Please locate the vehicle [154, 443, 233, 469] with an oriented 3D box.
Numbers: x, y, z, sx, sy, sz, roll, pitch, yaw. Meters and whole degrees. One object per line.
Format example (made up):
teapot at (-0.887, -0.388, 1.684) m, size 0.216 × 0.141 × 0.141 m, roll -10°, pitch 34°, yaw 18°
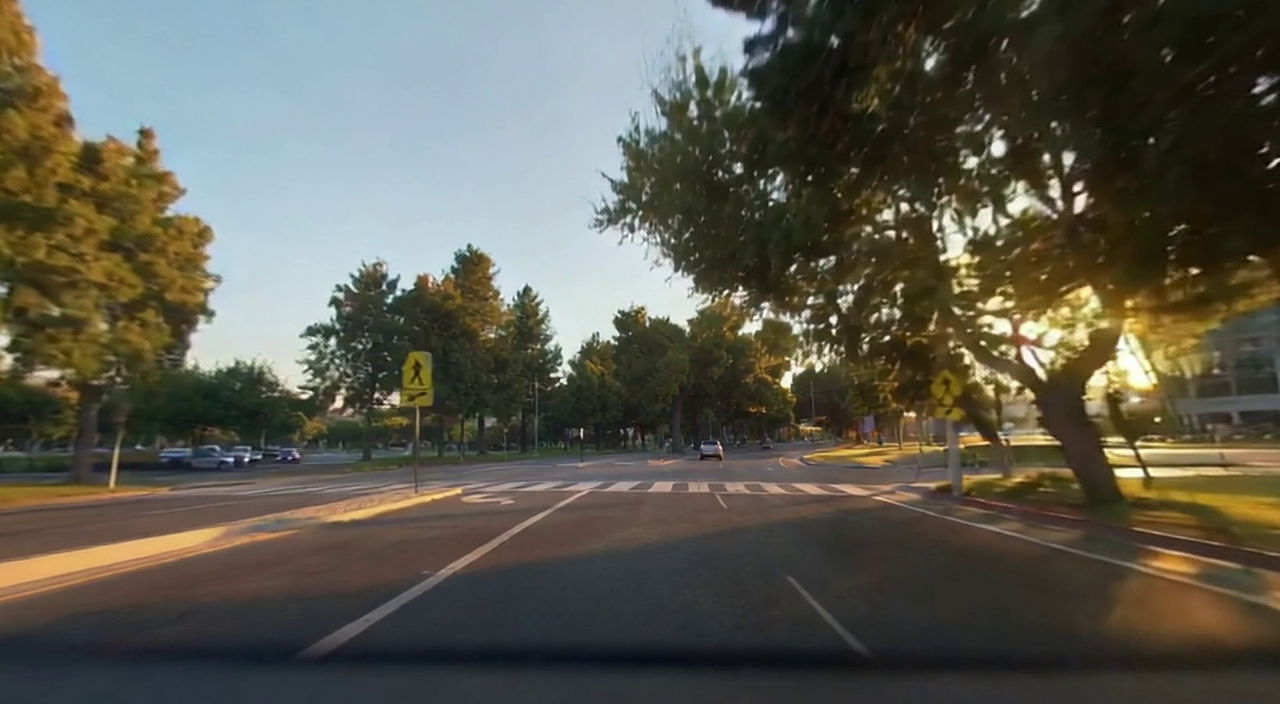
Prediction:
vehicle at (-32.984, 7.690, 46.604) m, size 4.856 × 1.795 × 2.030 m, roll -3°, pitch -9°, yaw 15°
